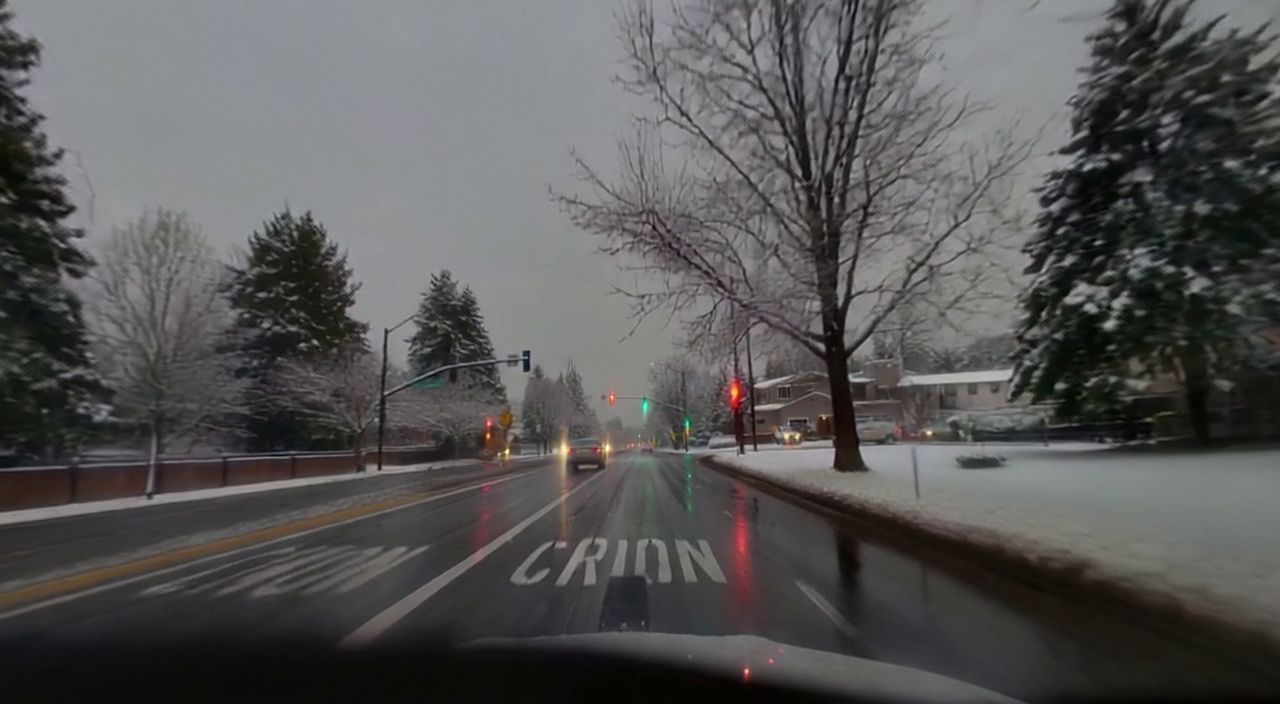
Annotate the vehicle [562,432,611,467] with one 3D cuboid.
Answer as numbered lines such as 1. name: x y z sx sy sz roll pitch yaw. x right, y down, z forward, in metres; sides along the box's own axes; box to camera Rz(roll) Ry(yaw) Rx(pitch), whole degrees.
1. vehicle: -2.747 5.130 33.410 2.084 1.701 4.734 0 -8 1
